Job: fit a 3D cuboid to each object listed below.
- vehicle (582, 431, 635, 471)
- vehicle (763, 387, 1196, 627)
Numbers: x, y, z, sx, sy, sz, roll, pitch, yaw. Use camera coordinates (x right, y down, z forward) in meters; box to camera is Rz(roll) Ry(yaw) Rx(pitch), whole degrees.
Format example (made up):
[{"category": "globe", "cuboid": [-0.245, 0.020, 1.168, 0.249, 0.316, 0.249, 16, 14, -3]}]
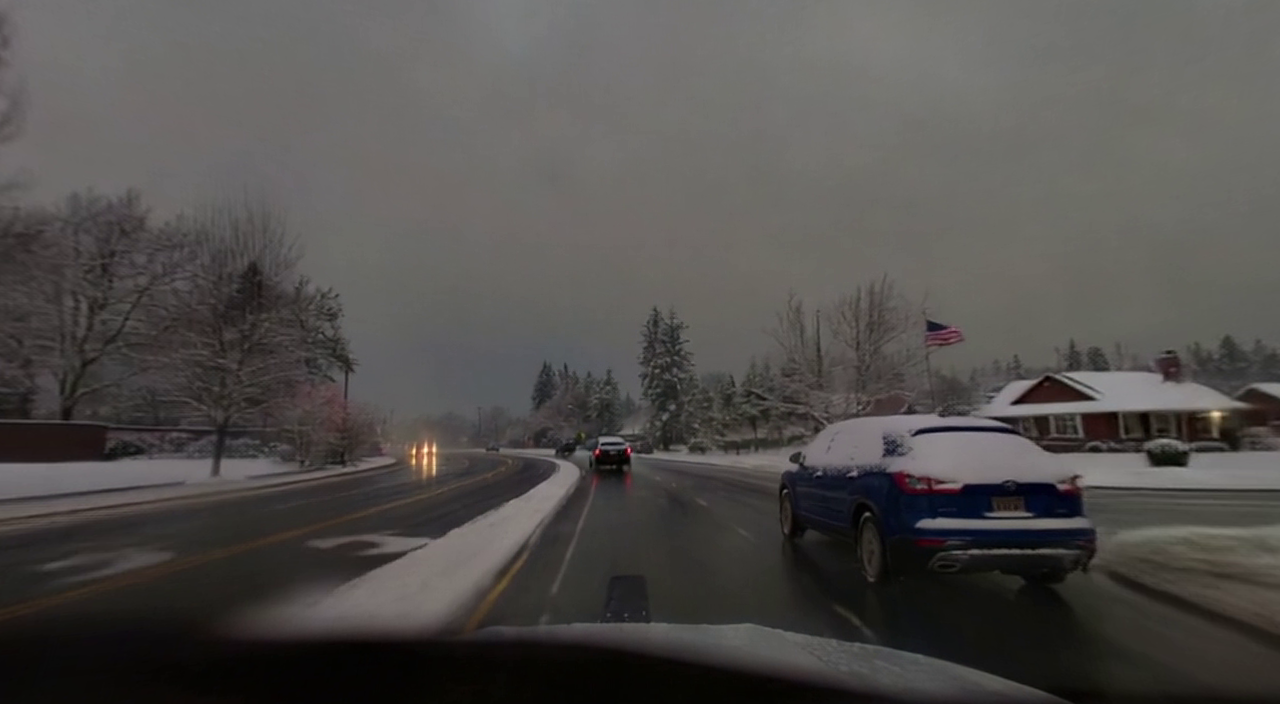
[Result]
[{"category": "vehicle", "cuboid": [-1.694, 5.011, 31.995, 2.185, 1.822, 4.583, 1, -9, -9]}, {"category": "vehicle", "cuboid": [2.870, 1.442, 6.837, 2.024, 1.686, 4.588, 0, -9, -2]}]
